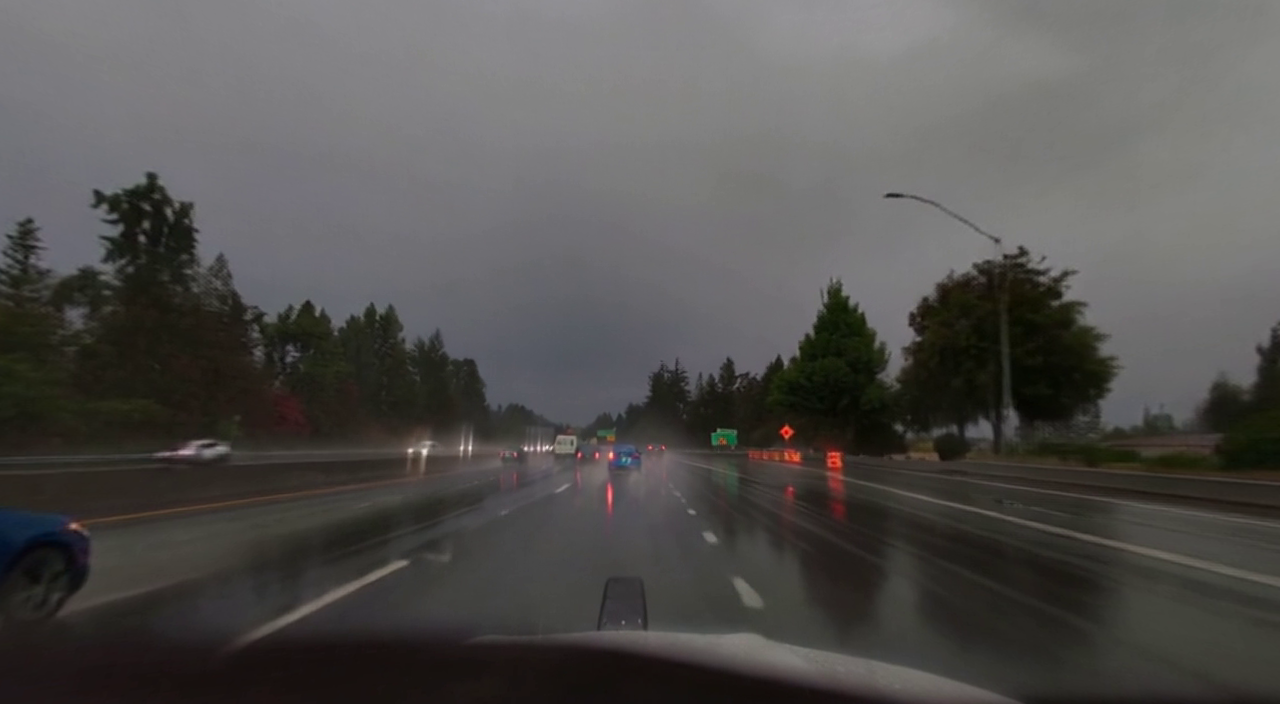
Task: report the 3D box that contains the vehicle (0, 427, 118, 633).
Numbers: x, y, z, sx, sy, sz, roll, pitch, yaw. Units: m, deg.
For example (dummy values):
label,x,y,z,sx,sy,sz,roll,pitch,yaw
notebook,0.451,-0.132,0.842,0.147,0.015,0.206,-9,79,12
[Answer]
label,x,y,z,sx,sy,sz,roll,pitch,yaw
vehicle,-5.487,1.049,3.084,2.001,1.415,4.360,0,-8,2

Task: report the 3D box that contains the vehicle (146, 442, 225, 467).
label,x,y,z,sx,sy,sz,roll,pitch,yaw
vehicle,-30.108,6.785,41.747,1.880,1.524,4.473,0,-9,0

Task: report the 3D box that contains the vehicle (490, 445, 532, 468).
label,x,y,z,sx,sy,sz,roll,pitch,yaw
vehicle,-8.863,7.172,43.432,1.946,1.472,4.472,0,-8,-1

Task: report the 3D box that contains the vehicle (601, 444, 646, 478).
label,x,y,z,sx,sy,sz,roll,pitch,yaw
vehicle,-0.708,5.106,29.661,1.963,1.462,4.681,0,-8,0
